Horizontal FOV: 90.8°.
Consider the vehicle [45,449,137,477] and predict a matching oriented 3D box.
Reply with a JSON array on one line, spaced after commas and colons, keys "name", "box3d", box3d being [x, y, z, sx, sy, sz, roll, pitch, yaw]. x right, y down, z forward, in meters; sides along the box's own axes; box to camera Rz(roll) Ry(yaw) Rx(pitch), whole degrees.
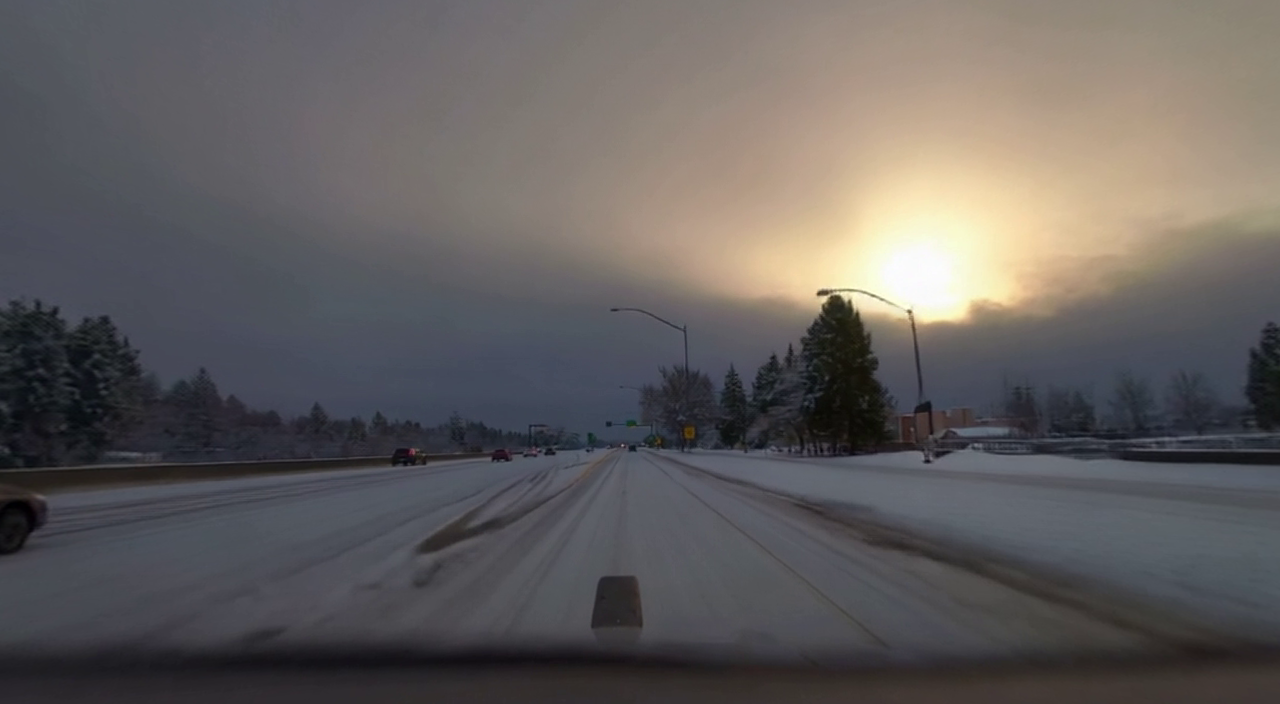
[{"name": "vehicle", "box3d": [-32.785, 6.673, 37.889, 1.884, 1.466, 4.266, -2, -10, -4]}]

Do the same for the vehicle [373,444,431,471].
[{"name": "vehicle", "box3d": [-15.836, 7.036, 42.362, 2.126, 1.671, 5.173, 0, -8, -4]}]
